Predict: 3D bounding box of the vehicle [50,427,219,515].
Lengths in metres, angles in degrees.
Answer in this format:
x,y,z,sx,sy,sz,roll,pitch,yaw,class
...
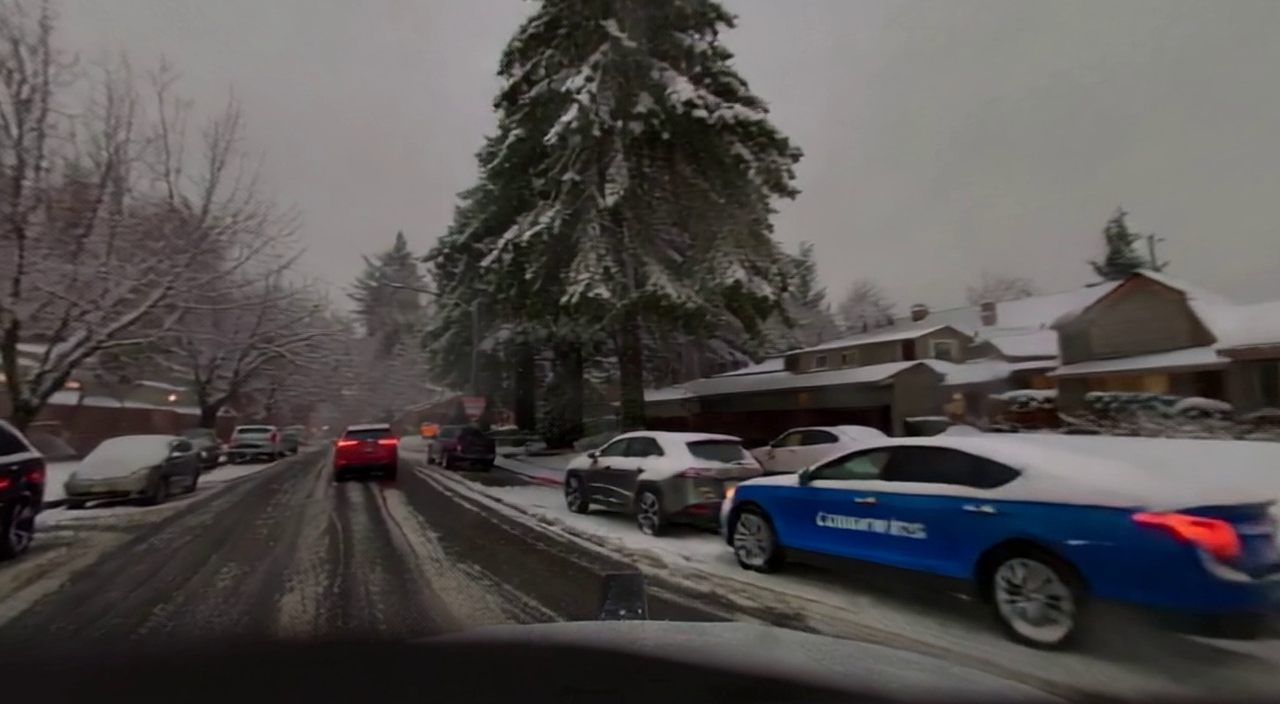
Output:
x,y,z,sx,sy,sz,roll,pitch,yaw,class
-11.381,2.600,14.637,1.877,1.608,4.529,4,-7,-24,vehicle

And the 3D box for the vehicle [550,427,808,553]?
x,y,z,sx,sy,sz,roll,pitch,yaw,class
0.261,1.990,10.355,1.996,1.497,5.022,3,-8,-25,vehicle

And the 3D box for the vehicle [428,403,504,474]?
x,y,z,sx,sy,sz,roll,pitch,yaw,class
-8.204,4.013,29.374,2.268,2.900,5.980,4,-9,-25,vehicle

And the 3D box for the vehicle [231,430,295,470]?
x,y,z,sx,sy,sz,roll,pitch,yaw,class
-19.065,4.916,32.166,2.241,1.822,4.728,2,-8,-25,vehicle

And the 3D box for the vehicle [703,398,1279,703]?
x,y,z,sx,sy,sz,roll,pitch,yaw,class
2.745,1.293,5.058,2.400,1.515,4.710,4,-9,-25,vehicle

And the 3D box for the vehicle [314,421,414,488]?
x,y,z,sx,sy,sz,roll,pitch,yaw,class
-8.260,3.006,18.876,2.350,1.748,4.094,4,-9,-25,vehicle
